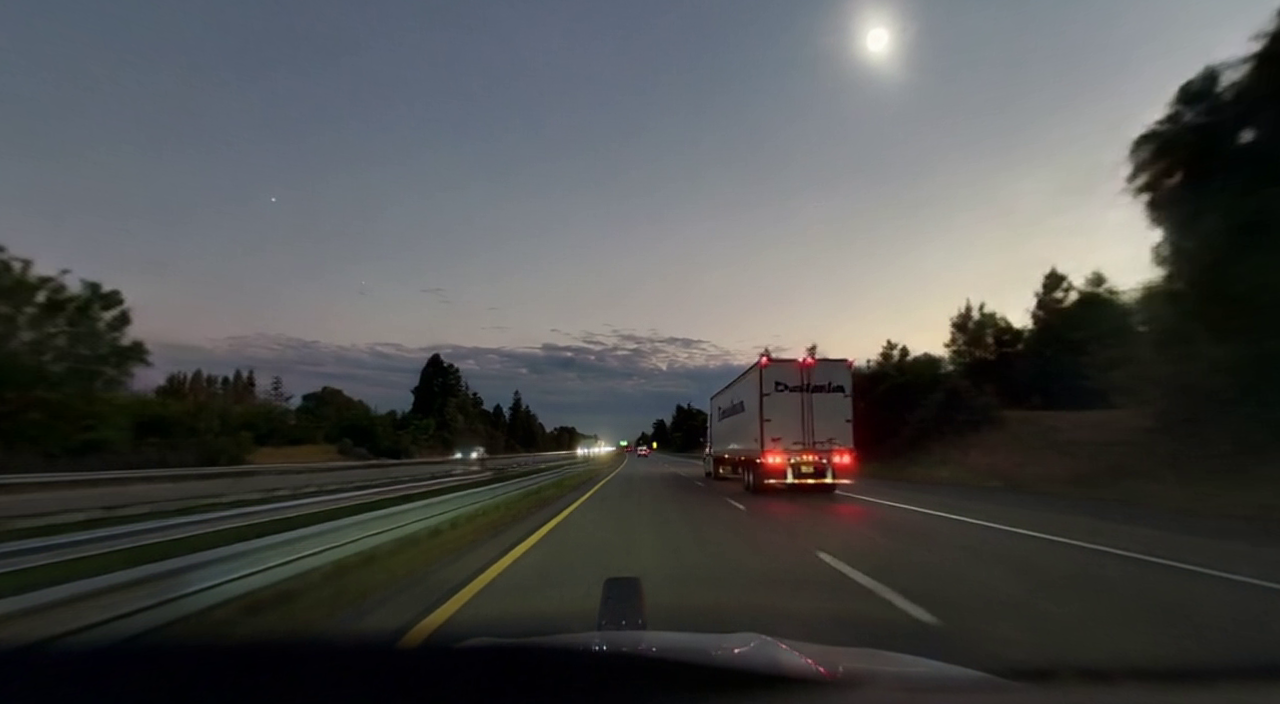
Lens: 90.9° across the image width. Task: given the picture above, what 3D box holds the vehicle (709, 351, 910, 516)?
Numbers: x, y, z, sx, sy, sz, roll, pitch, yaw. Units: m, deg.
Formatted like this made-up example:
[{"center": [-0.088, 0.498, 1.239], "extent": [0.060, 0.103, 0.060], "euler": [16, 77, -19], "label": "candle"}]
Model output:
[{"center": [4.152, 2.574, 18.992], "extent": [2.876, 3.419, 11.591], "euler": [0, -9, 0], "label": "vehicle"}]
